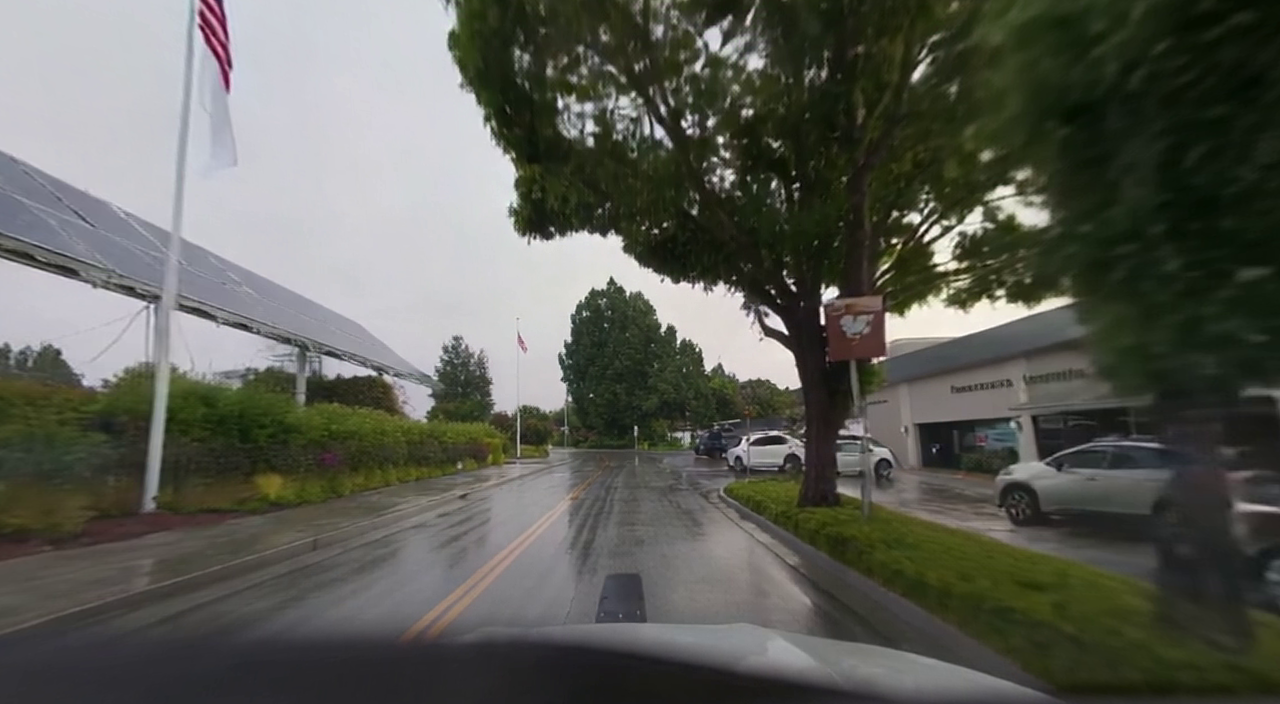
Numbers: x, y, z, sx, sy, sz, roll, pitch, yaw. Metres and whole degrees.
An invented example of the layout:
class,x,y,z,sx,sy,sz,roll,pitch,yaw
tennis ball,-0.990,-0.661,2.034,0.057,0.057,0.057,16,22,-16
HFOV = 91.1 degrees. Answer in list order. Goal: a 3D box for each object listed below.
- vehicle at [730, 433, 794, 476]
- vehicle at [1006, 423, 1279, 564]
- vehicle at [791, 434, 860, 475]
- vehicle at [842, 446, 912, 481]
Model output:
class,x,y,z,sx,sy,sz,roll,pitch,yaw
vehicle,5.698,4.847,29.872,1.977,1.860,4.237,0,-9,-2
vehicle,9.182,2.333,11.194,2.113,1.945,4.546,1,-9,-8
vehicle,8.482,4.716,29.179,1.924,1.713,4.627,-1,-9,2
vehicle,10.992,5.159,29.445,1.819,1.494,3.834,-1,-9,1
